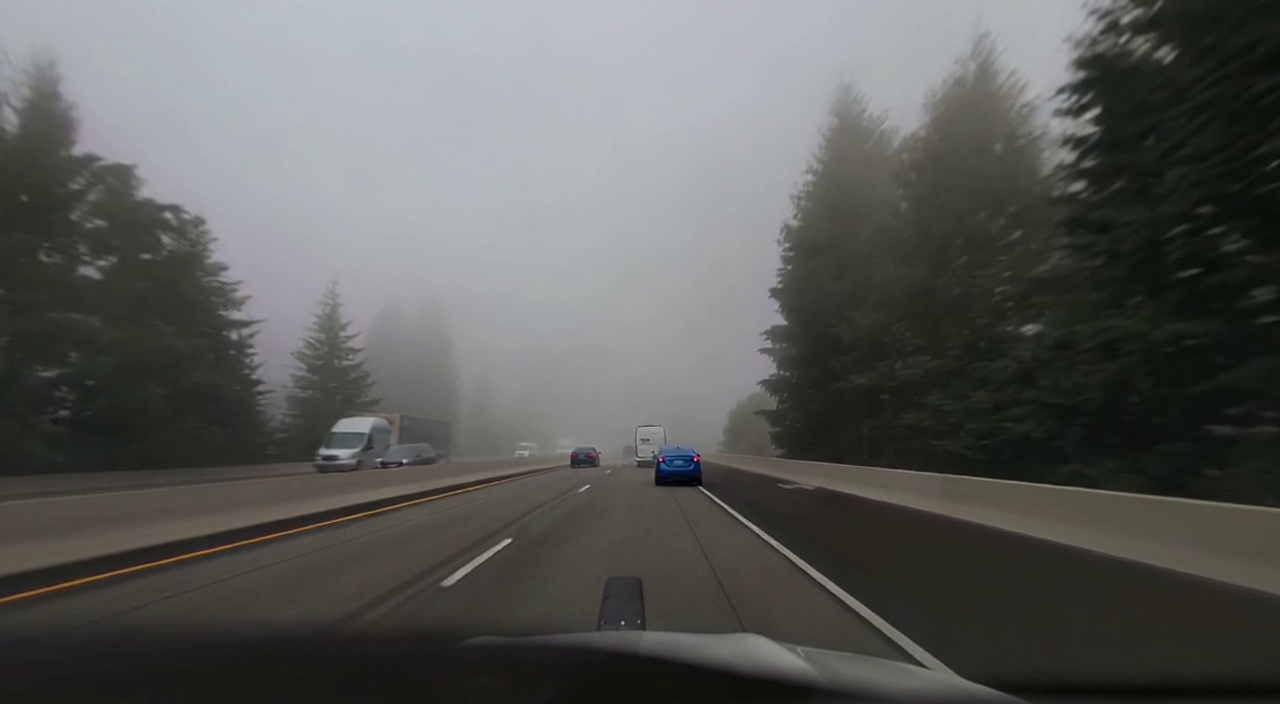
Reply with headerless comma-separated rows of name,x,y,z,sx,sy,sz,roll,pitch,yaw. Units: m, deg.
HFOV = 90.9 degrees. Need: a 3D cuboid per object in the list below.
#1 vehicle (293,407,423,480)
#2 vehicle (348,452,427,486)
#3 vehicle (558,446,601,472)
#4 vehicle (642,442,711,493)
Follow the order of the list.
vehicle,-17.357,5.855,40.112,3.035,3.965,10.967,-1,-9,1
vehicle,-12.679,5.877,32.008,1.913,1.512,4.784,-1,-9,1
vehicle,-3.692,6.621,39.339,2.100,1.514,4.794,-1,-9,1
vehicle,1.102,3.723,20.701,2.012,1.485,3.649,0,-9,0
